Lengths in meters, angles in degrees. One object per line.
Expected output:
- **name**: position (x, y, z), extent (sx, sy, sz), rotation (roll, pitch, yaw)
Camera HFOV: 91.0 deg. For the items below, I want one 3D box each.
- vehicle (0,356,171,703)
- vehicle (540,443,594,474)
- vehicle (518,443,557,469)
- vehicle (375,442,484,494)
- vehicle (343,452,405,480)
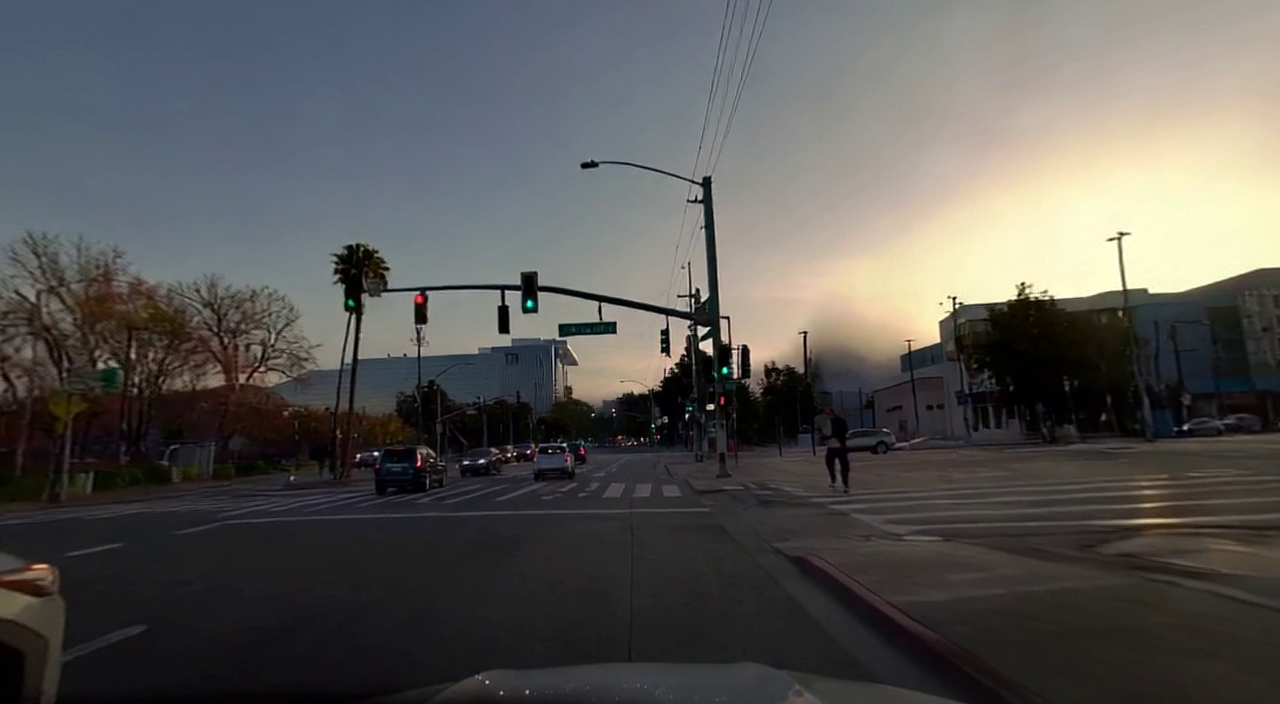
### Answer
- **vehicle**: position (-3.413, 0.635, 0.866), extent (2.042, 1.673, 4.516), rotation (0, -9, 0)
- **vehicle**: position (-3.667, 5.428, 32.311), extent (2.147, 1.472, 4.406), rotation (0, -9, 1)
- **vehicle**: position (-6.946, 7.095, 42.935), extent (2.012, 1.664, 3.917), rotation (0, -9, 0)
- **vehicle**: position (-6.652, 3.703, 20.503), extent (1.960, 1.479, 4.654), rotation (0, -9, 0)
- **vehicle**: position (-16.390, 7.033, 39.052), extent (2.000, 1.527, 4.786), rotation (0, -9, -4)
